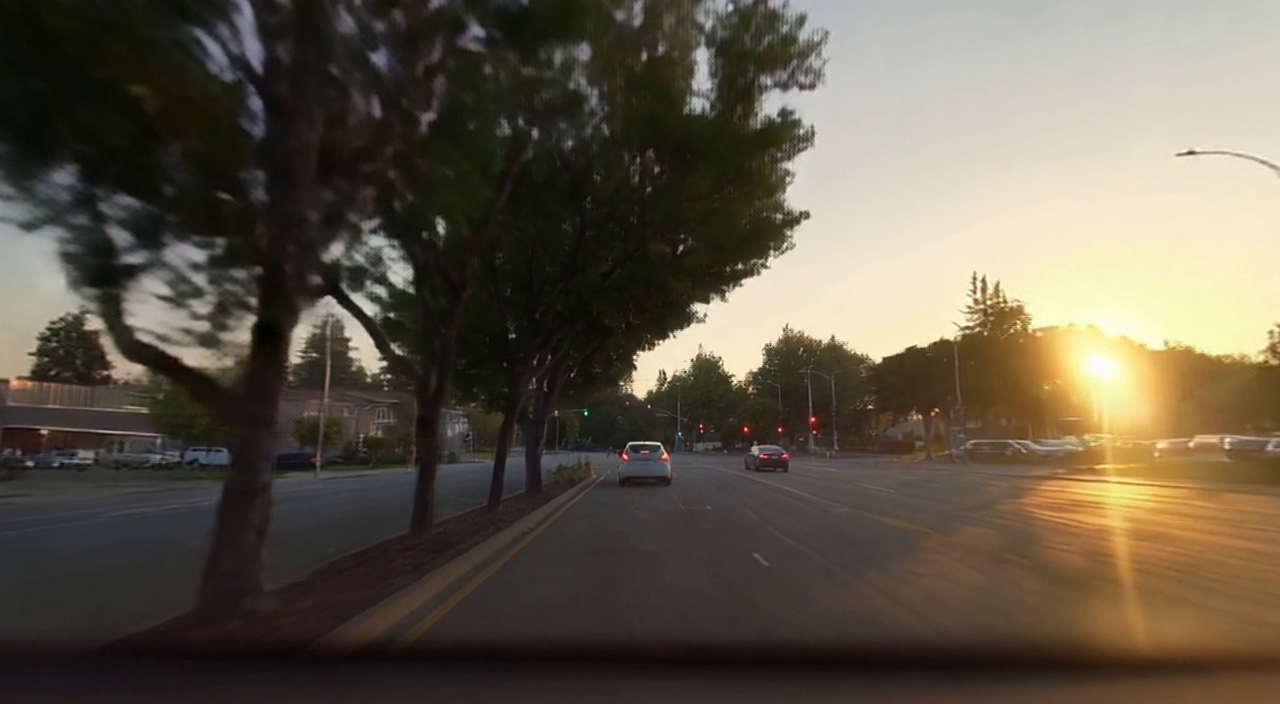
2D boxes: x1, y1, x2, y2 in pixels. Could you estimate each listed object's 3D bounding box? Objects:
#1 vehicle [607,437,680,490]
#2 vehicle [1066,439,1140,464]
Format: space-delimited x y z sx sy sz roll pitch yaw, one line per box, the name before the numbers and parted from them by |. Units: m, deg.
vehicle | 0.089 3.476 19.968 2.064 1.477 3.968 0 -9 0
vehicle | 32.123 6.896 43.991 1.873 1.588 4.133 -2 -8 -1
